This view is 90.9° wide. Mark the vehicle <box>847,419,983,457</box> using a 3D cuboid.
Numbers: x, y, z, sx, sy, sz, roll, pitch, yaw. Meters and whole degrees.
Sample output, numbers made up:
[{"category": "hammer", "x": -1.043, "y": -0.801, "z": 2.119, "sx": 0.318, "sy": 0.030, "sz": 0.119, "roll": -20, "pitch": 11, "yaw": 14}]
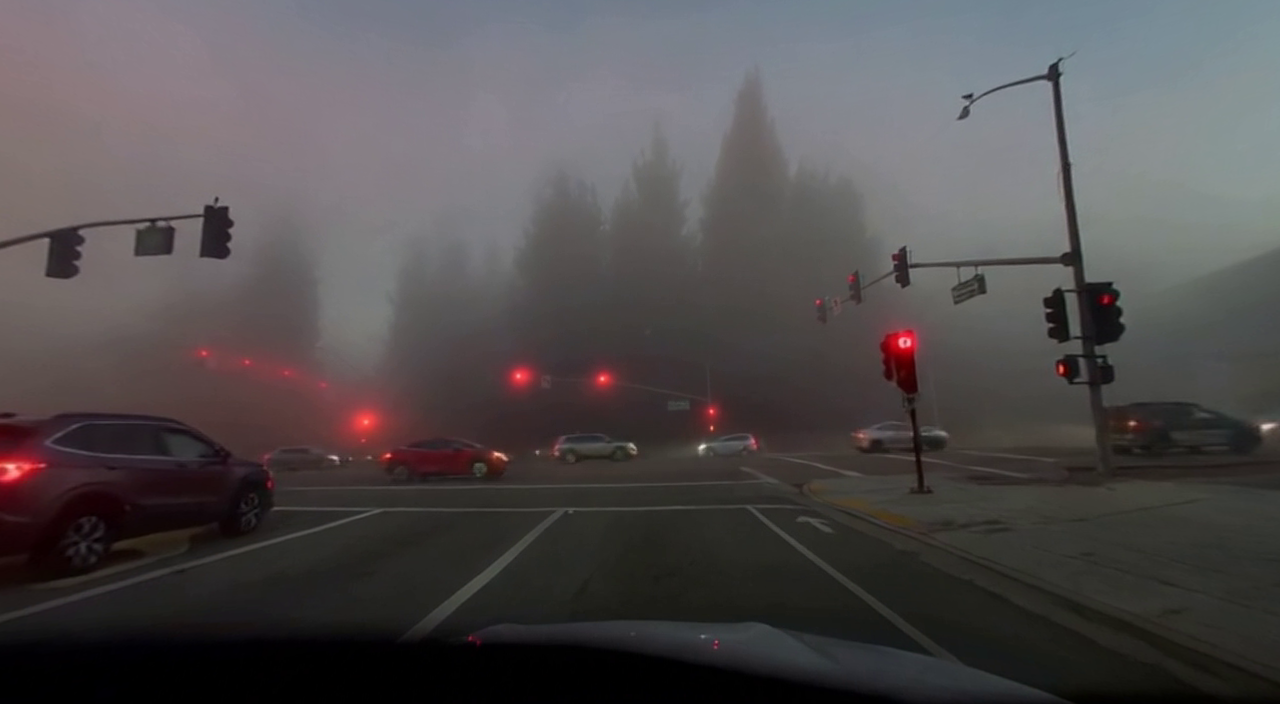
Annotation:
[{"category": "vehicle", "x": 10.772, "y": 3.443, "z": 24.987, "sx": 4.515, "sy": 1.422, "sz": 1.802, "roll": -1, "pitch": -9, "yaw": 5}]

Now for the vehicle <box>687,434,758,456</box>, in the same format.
[{"category": "vehicle", "x": 5.716, "y": 6.487, "z": 43.843, "sx": 4.785, "sy": 1.472, "sz": 1.799, "roll": -1, "pitch": -9, "yaw": 5}]

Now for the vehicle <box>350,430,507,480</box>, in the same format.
[{"category": "vehicle", "x": -7.416, "y": 3.661, "z": 22.396, "sx": 4.865, "sy": 1.663, "sz": 1.962, "roll": -1, "pitch": -9, "yaw": 7}]

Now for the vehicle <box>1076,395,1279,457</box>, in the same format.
[{"category": "vehicle", "x": 17.252, "y": 2.375, "z": 20.007, "sx": 5.084, "sy": 1.824, "sz": 2.050, "roll": -1, "pitch": -9, "yaw": 6}]

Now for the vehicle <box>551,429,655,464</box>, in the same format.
[{"category": "vehicle", "x": -1.654, "y": 4.397, "z": 29.339, "sx": 4.591, "sy": 1.525, "sz": 1.836, "roll": -1, "pitch": -9, "yaw": 6}]

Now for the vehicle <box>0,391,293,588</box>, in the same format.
[{"category": "vehicle", "x": -6.394, "y": 1.496, "z": 7.460, "sx": 1.785, "sy": 1.678, "sz": 4.729, "roll": 0, "pitch": -9, "yaw": 1}]
